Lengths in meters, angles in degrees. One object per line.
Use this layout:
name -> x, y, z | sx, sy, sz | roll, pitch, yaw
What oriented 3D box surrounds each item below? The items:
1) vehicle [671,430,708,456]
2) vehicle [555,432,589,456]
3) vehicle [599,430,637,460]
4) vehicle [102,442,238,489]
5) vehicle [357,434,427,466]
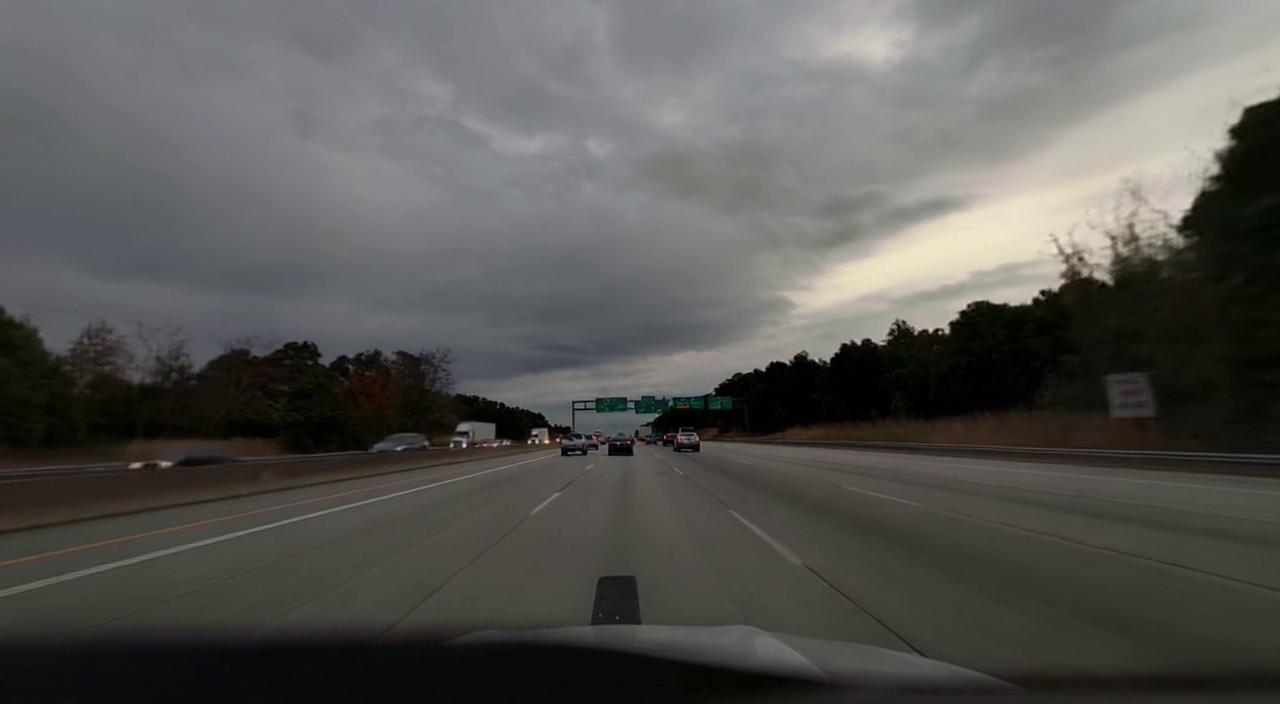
vehicle -> 3.312, 6.213, 42.882 | 2.066, 1.673, 4.225 | 0, -8, -2
vehicle -> -4.796, 6.549, 44.818 | 2.046, 1.658, 4.008 | 0, -8, 0
vehicle -> -1.288, 5.518, 37.493 | 2.119, 1.629, 3.946 | 0, -8, -2
vehicle -> -17.294, 4.151, 23.435 | 1.886, 1.517, 4.079 | 0, -8, 0
vehicle -> -14.127, 5.588, 36.092 | 2.066, 1.693, 4.782 | 0, -8, 0
